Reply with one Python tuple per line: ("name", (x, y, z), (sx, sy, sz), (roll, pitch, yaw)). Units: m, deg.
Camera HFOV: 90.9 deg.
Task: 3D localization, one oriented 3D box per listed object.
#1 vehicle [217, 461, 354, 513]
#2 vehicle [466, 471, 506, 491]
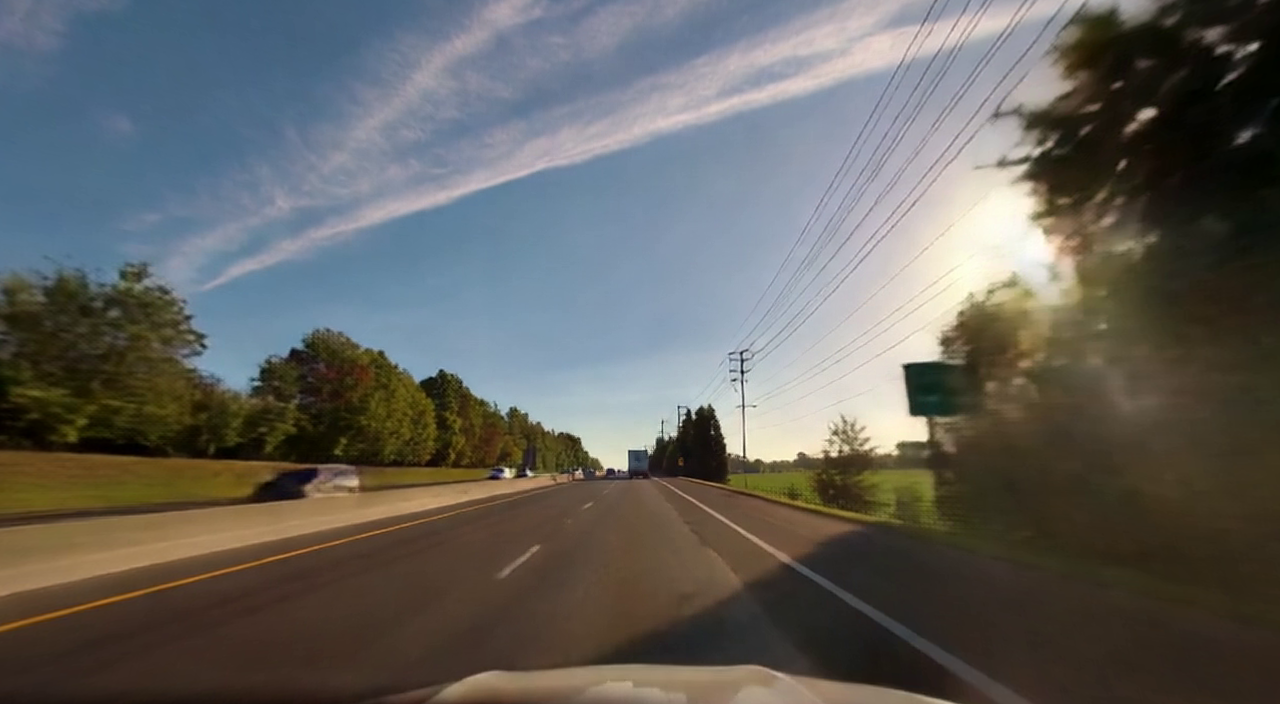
("vehicle", (-11.852, 4.541, 21.534), (1.887, 1.528, 4.789), (1, -11, 0))
("vehicle", (-12.079, 10.122, 49.596), (1.988, 1.451, 4.442), (1, -10, 0))
